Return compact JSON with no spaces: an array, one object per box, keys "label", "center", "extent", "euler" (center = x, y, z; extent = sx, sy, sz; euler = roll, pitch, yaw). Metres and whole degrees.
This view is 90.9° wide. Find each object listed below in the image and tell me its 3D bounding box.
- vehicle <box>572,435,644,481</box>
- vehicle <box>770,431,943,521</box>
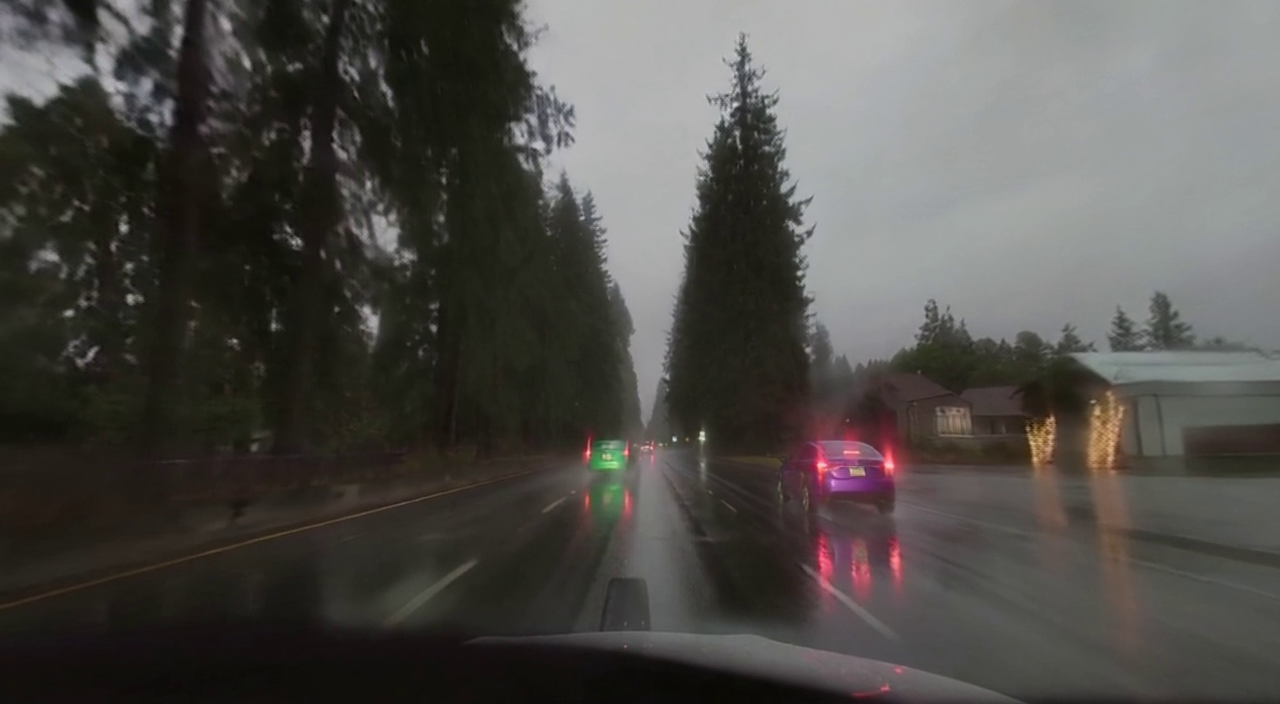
[{"label":"vehicle","center":[-1.084,3.967,23.974],"extent":[2.206,1.525,4.695],"euler":[-2,-8,3]},{"label":"vehicle","center":[4.174,2.424,13.056],"extent":[1.943,1.471,4.515],"euler":[-1,-8,0]}]
